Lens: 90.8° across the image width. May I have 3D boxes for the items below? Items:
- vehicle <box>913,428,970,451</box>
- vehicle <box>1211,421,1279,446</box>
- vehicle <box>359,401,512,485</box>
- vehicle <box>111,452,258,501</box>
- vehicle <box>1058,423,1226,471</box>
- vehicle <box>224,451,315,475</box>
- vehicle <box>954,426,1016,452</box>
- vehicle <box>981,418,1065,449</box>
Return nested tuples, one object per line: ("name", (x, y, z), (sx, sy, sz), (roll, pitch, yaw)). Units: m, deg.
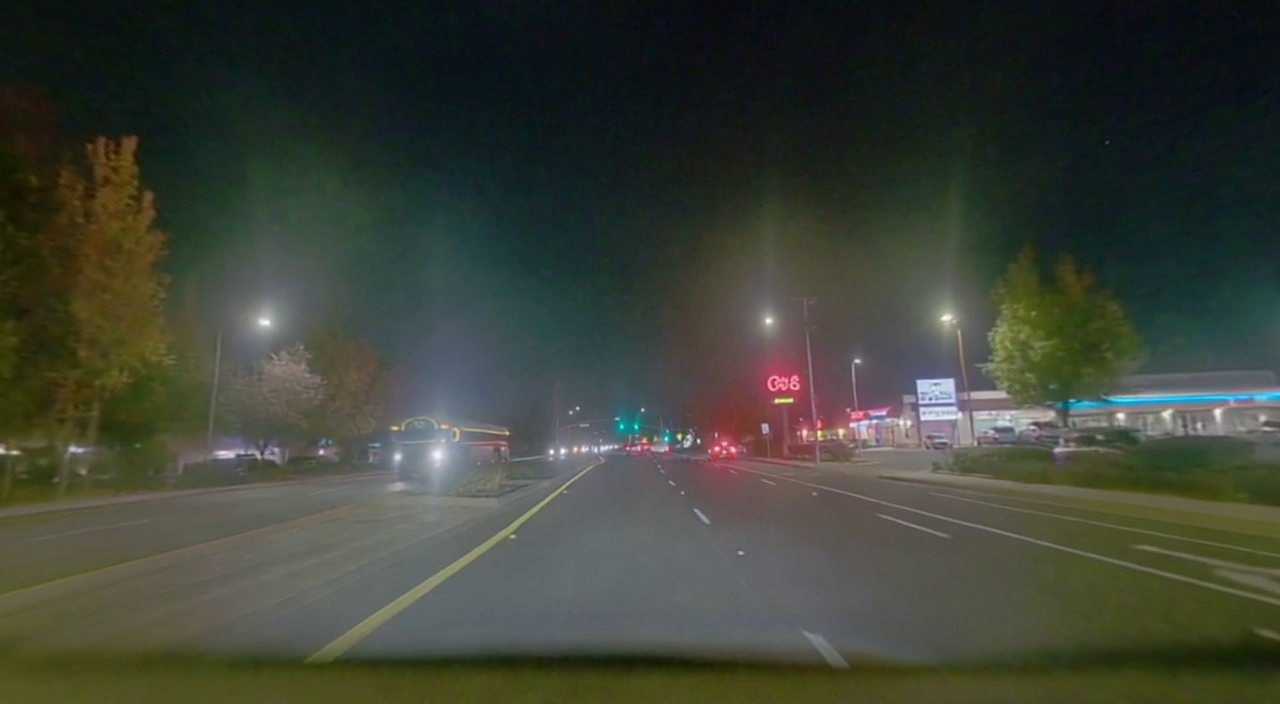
("vehicle", (22.958, 6.756, 48.367), (2.113, 1.582, 4.559), (-1, -9, 0))
("vehicle", (41.405, 5.474, 42.210), (2.066, 1.575, 4.483), (0, -9, -3))
("vehicle", (-9.066, 4.412, 30.486), (3.241, 3.133, 12.822), (0, -9, -1))
("vehicle", (-17.340, 4.718, 24.423), (2.091, 1.656, 4.626), (-1, -9, 3))
("vehicle", (17.843, 3.411, 22.633), (4.264, 1.428, 1.822), (-4, -10, 5))
("vehicle", (-29.048, 8.733, 49.618), (5.699, 1.782, 2.271), (-1, -9, 2))
("vehicle", (25.413, 6.443, 46.699), (2.012, 1.772, 4.458), (-1, -9, 0))
("vehicle", (28.431, 6.158, 47.198), (2.346, 2.093, 6.071), (-1, -8, -1))
